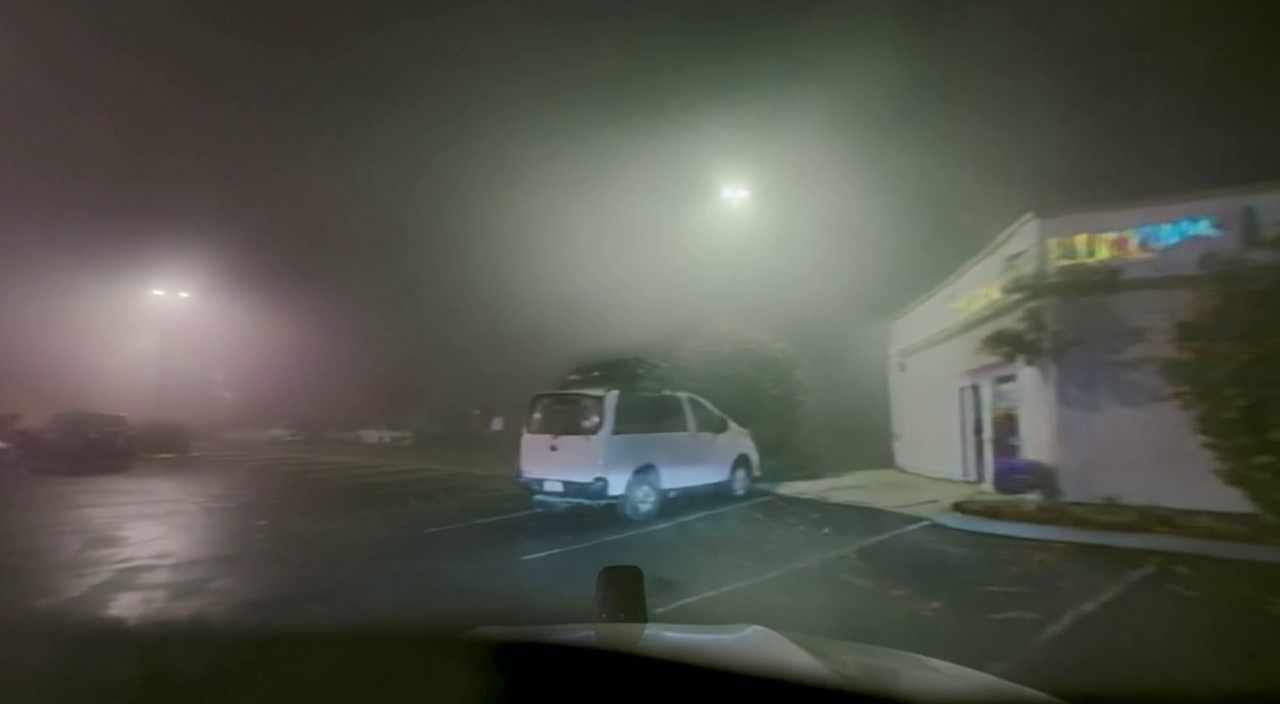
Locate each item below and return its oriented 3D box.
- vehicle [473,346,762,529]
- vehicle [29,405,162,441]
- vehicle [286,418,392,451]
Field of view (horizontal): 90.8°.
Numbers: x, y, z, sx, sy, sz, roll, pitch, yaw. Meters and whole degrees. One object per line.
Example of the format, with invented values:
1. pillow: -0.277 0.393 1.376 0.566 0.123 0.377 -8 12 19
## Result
1. vehicle: 0.008 1.449 10.611 2.200 2.257 5.237 -5 -10 32
2. vehicle: -27.910 3.708 32.562 1.981 1.687 4.660 -4 -9 30
3. vehicle: -14.130 3.937 29.881 1.760 1.449 4.106 -5 -10 32
